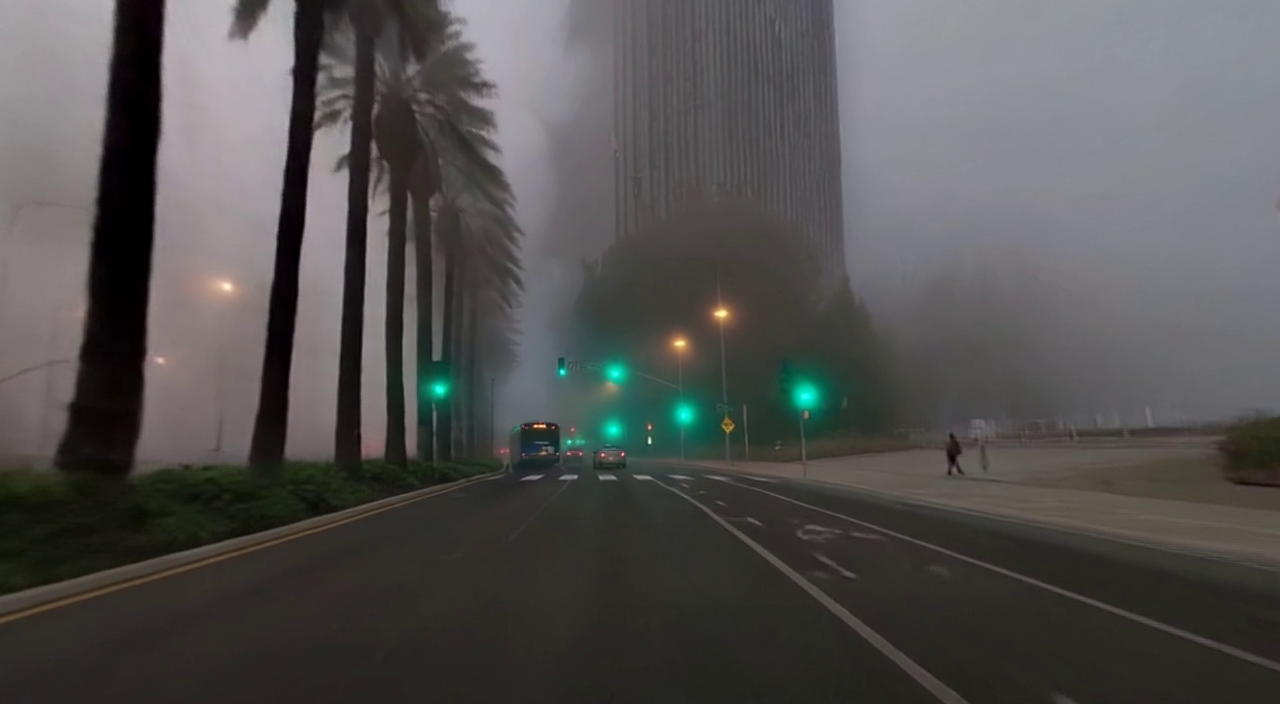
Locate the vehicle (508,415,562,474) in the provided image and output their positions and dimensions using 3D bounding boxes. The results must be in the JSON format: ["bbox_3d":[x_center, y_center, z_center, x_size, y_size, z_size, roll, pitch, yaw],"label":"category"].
[{"bbox_3d":[-5.986,5.450,37.149,2.678,3.042,8.474,1,-8,-7],"label":"vehicle"}]

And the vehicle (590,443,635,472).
[{"bbox_3d":[-1.582,5.826,34.956,2.107,1.481,4.097,1,-8,-7],"label":"vehicle"}]
